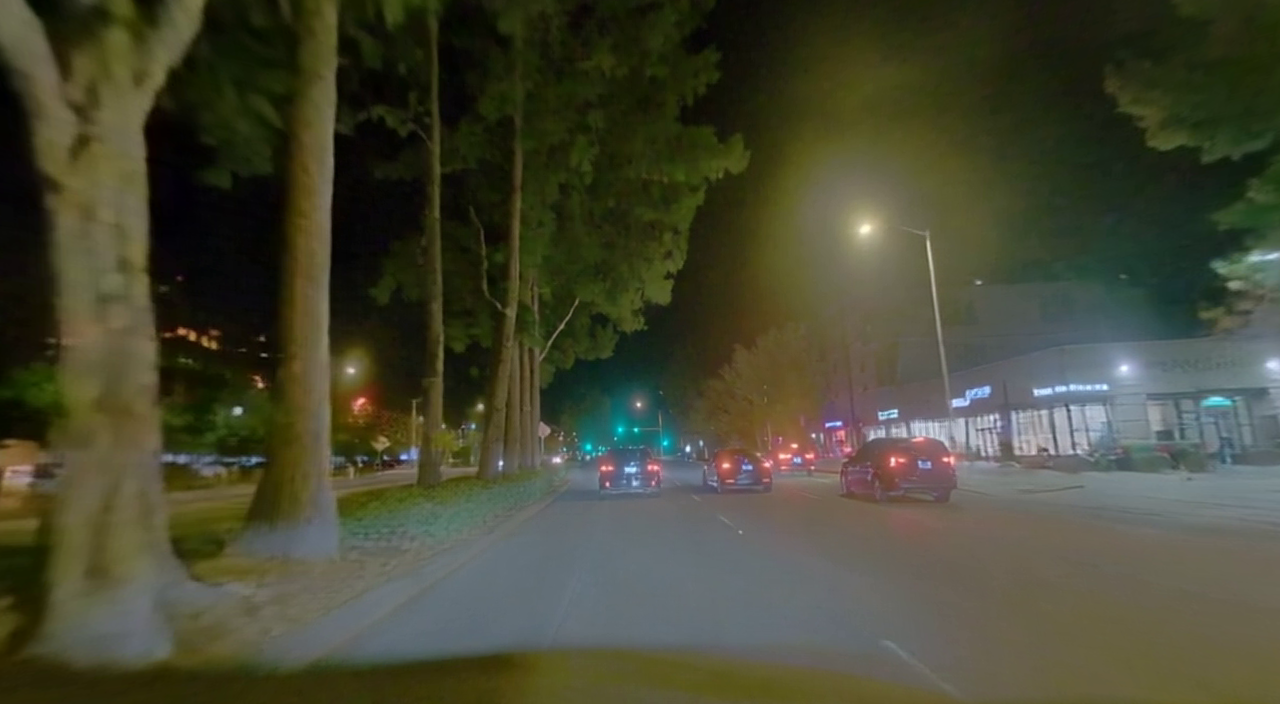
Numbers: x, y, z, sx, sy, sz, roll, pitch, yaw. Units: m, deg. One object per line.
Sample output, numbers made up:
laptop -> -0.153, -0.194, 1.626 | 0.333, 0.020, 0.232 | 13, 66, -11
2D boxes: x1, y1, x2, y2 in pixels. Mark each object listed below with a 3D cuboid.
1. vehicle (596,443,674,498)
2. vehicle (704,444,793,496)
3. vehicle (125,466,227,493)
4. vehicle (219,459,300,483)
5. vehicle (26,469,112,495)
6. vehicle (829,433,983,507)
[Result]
vehicle -> -0.225, 3.554, 19.271 | 2.101, 1.444, 4.248 | 0, -9, -2
vehicle -> 3.362, 3.742, 20.378 | 1.993, 1.477, 4.240 | 0, -9, -2
vehicle -> -28.200, 7.770, 38.468 | 4.693, 1.499, 1.838 | 0, -9, 0
vehicle -> -28.005, 8.770, 46.585 | 4.640, 1.640, 2.026 | -1, -9, 1
vehicle -> -41.097, 9.329, 45.624 | 1.864, 1.585, 4.629 | -1, -9, -1
vehicle -> 7.035, 3.180, 17.426 | 2.052, 1.708, 4.842 | 0, -9, -1
